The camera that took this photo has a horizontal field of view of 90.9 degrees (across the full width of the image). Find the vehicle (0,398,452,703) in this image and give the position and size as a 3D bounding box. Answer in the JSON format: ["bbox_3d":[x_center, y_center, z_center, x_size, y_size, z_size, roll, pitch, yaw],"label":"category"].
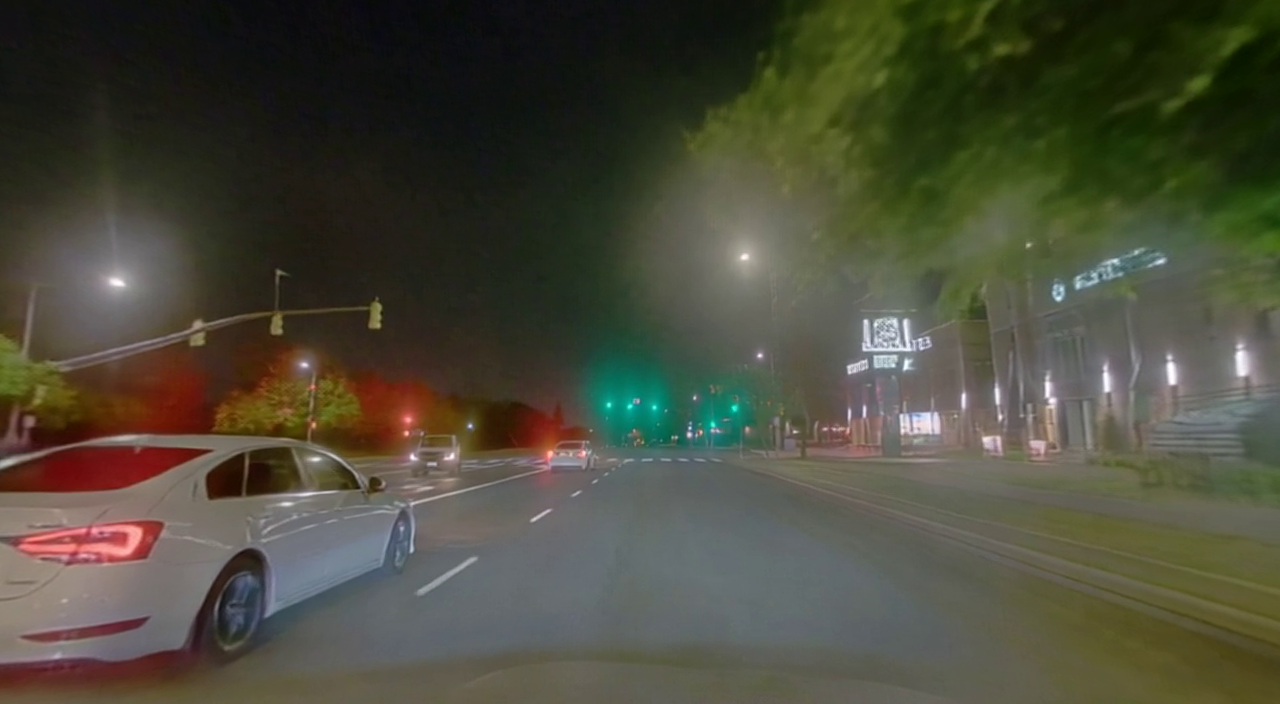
[{"bbox_3d":[-3.191,1.266,4.931,2.018,1.477,4.401,0,-8,1],"label":"vehicle"}]

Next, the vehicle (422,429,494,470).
[{"bbox_3d":[-9.064,4.913,31.908,2.030,1.906,4.661,-1,-8,3],"label":"vehicle"}]

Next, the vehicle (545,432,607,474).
[{"bbox_3d":[-2.733,4.484,28.132,2.109,1.692,4.220,-1,-8,3],"label":"vehicle"}]
